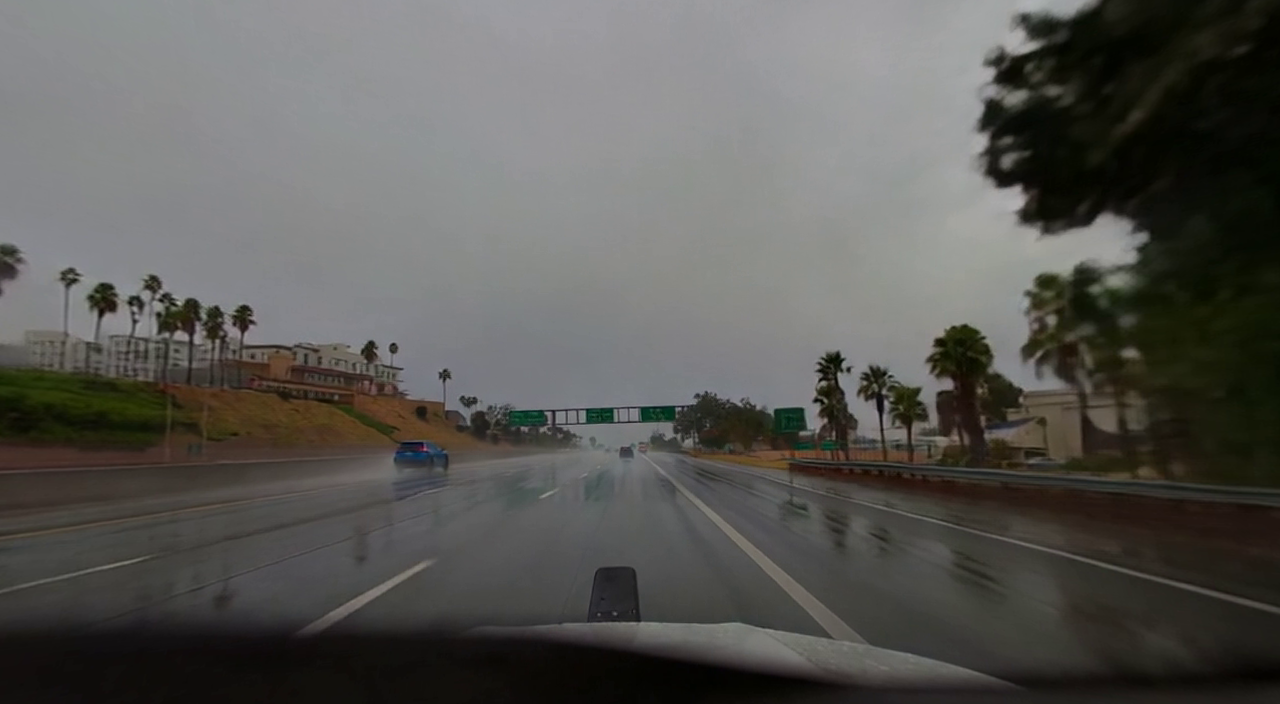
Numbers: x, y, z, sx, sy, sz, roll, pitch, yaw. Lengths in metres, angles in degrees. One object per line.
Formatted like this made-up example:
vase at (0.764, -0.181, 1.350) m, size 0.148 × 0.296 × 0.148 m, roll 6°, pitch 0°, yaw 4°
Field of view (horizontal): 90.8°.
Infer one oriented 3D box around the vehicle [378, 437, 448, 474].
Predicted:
vehicle at (-11.829, 5.423, 33.271) m, size 2.016 × 1.754 × 4.543 m, roll 0°, pitch -9°, yaw 0°
